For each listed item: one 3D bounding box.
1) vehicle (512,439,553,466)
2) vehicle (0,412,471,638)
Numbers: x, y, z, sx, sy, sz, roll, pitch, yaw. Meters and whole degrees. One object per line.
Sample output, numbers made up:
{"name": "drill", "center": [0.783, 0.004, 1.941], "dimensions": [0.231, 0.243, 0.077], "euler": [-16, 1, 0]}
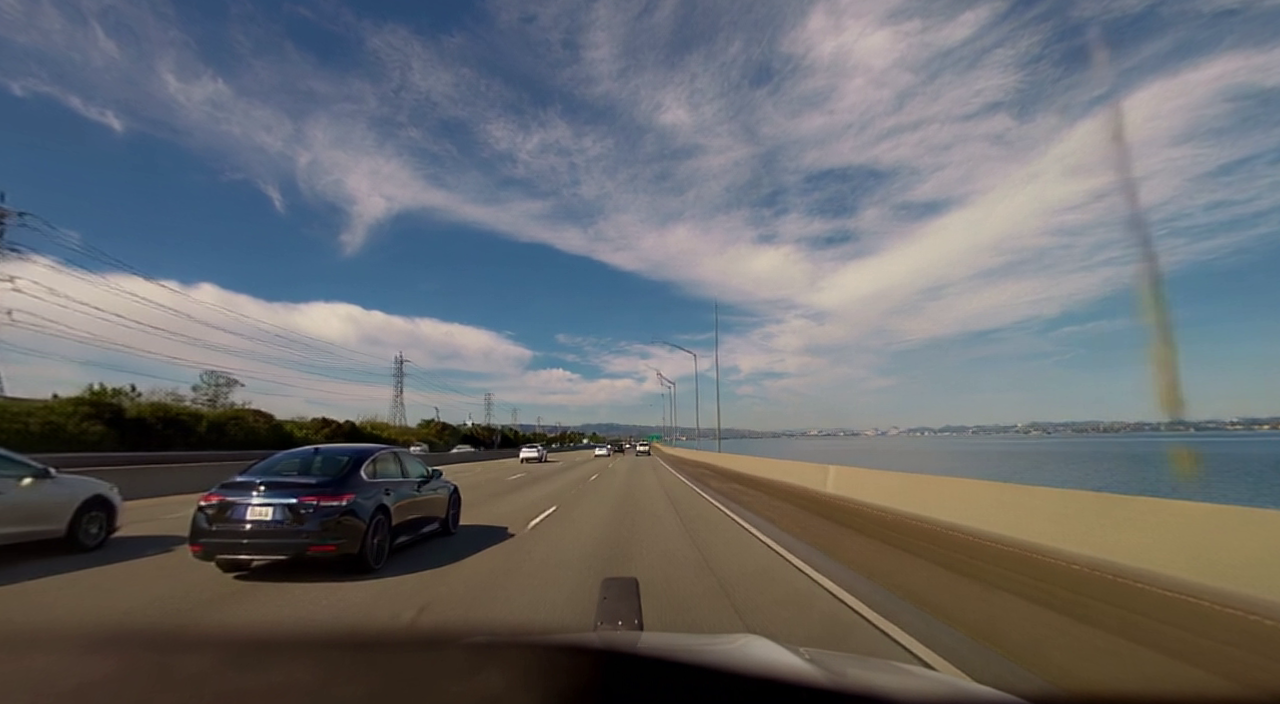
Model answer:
{"name": "vehicle", "center": [-7.409, 6.989, 44.013], "dimensions": [2.050, 1.717, 4.418], "euler": [0, -8, 0]}
{"name": "vehicle", "center": [-3.390, 1.496, 6.525], "dimensions": [2.015, 1.501, 4.454], "euler": [0, -8, 0]}
